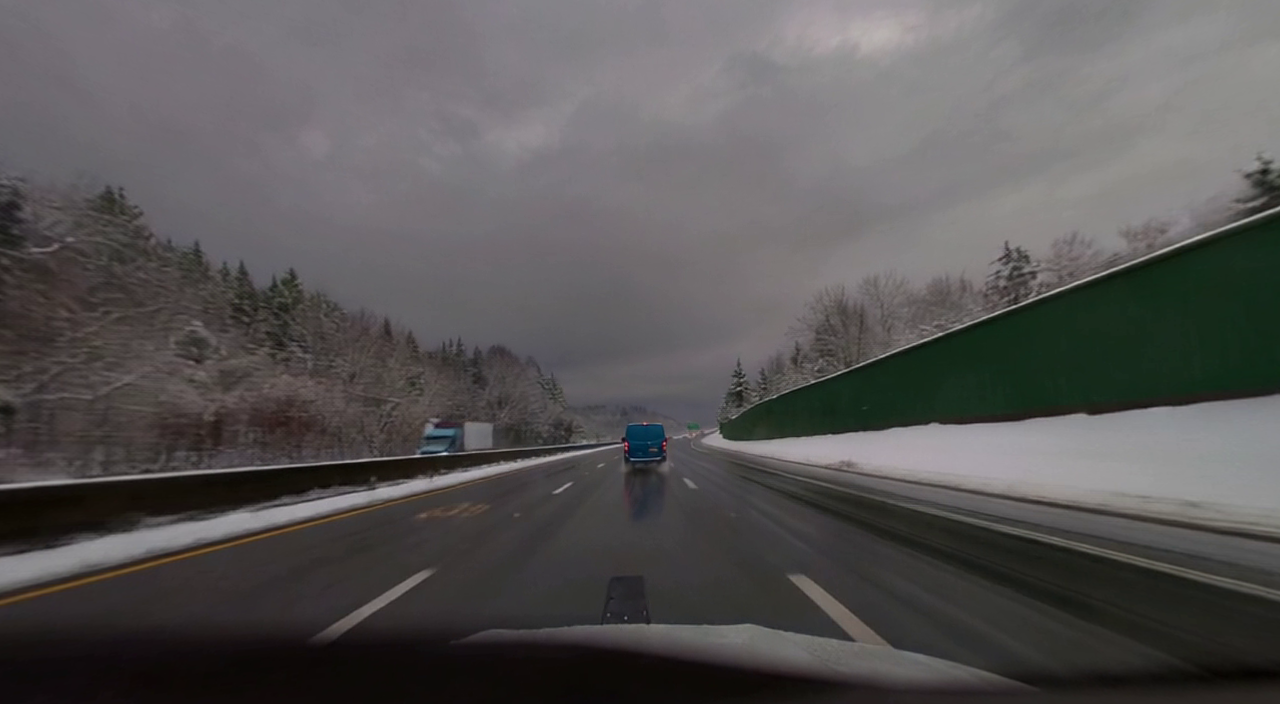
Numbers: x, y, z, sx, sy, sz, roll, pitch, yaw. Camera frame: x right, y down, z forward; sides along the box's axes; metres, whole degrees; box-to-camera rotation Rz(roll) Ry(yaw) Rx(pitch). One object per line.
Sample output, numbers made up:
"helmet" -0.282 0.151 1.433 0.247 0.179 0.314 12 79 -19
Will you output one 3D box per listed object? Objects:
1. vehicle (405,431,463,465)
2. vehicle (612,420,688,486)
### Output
"vehicle" -16.241 7.596 49.880 2.401 2.471 5.918 0 -8 2
"vehicle" 0.291 3.335 21.076 2.283 1.956 4.421 0 -8 0
